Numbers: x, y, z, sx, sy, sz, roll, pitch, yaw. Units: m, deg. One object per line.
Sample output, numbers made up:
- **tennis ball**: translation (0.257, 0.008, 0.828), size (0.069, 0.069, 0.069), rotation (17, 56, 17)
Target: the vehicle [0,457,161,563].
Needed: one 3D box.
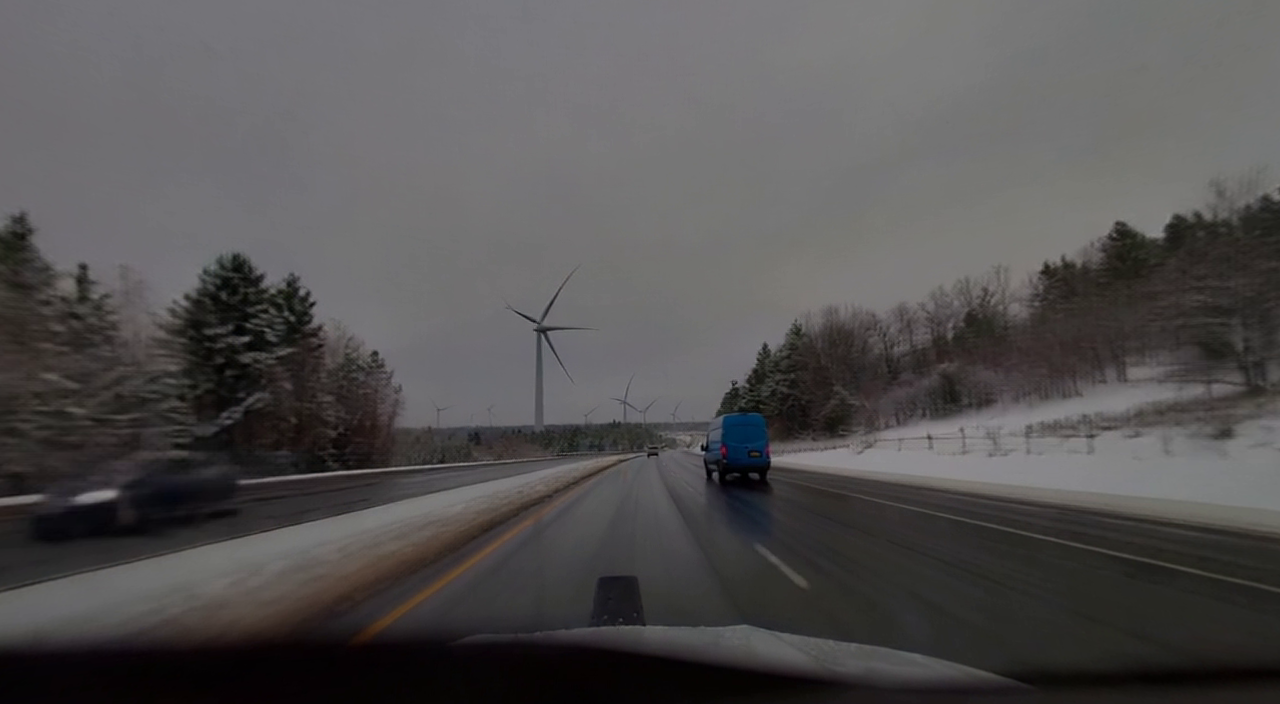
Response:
- **vehicle**: translation (-10.109, 2.440, 10.012), size (1.914, 1.446, 3.942), rotation (0, -9, -1)

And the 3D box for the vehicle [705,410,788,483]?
- **vehicle**: translation (4.342, 4.013, 26.777), size (2.437, 2.735, 5.507), rotation (0, -9, -1)
